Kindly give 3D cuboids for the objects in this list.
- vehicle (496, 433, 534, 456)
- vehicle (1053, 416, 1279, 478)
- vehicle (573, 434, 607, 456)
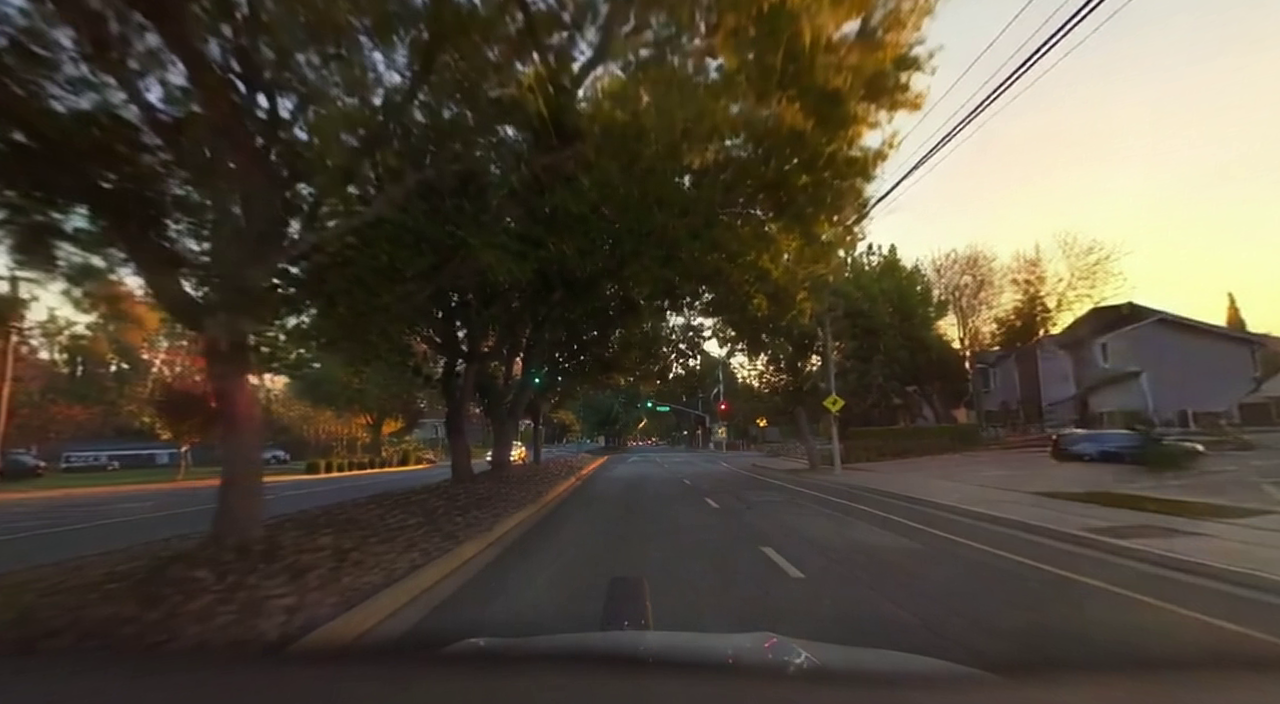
[{"bbox_3d":[-9.641,7.202,48.857,2.098,1.695,4.475,0,-8,-1],"label":"vehicle"},{"bbox_3d":[15.046,2.724,18.245,4.625,1.467,1.991,-3,-8,3],"label":"vehicle"},{"bbox_3d":[-3.492,6.651,45.099,2.085,1.460,4.516,0,-8,0],"label":"vehicle"}]
